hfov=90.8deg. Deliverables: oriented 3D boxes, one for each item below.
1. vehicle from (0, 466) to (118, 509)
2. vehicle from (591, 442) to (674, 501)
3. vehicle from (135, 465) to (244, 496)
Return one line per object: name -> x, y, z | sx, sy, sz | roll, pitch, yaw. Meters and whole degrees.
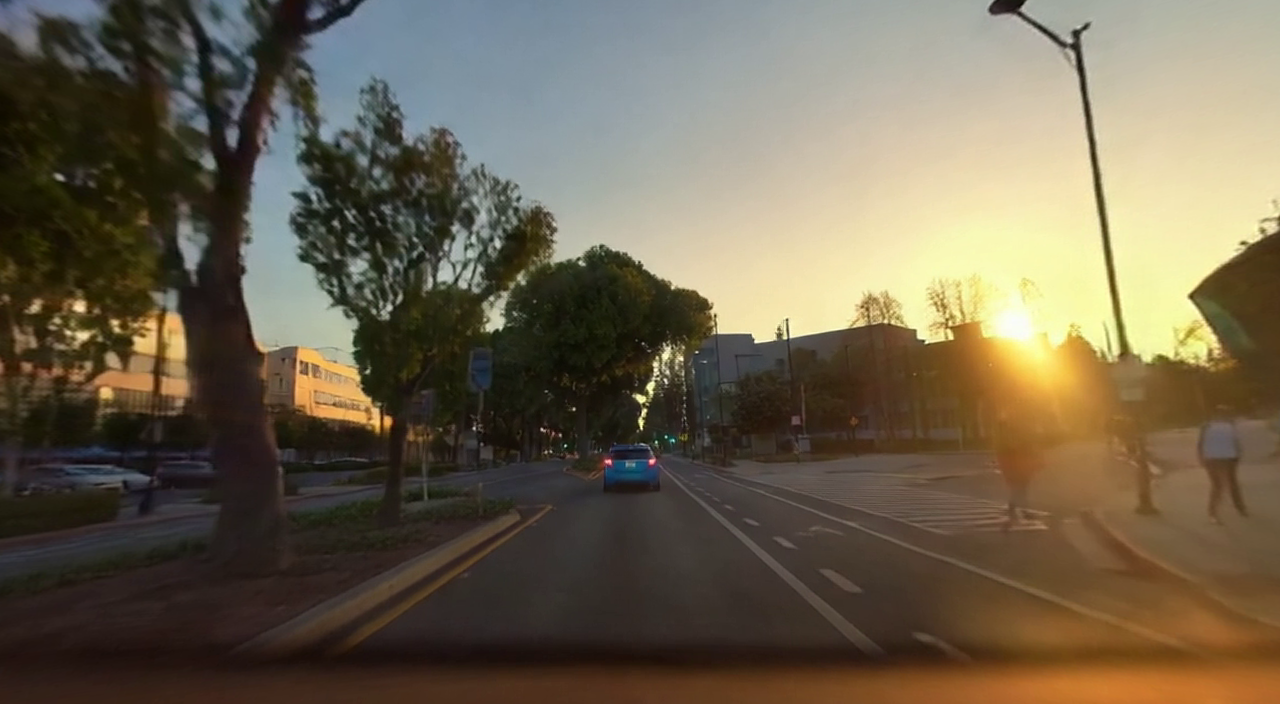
vehicle -> -23.287, 5.200, 24.462 | 4.204, 1.522, 1.998 | 0, -9, -3
vehicle -> -0.207, 3.562, 19.243 | 2.221, 1.570, 4.398 | 0, -9, 0
vehicle -> -22.940, 6.542, 32.299 | 4.086, 1.478, 1.844 | 0, -9, -4
